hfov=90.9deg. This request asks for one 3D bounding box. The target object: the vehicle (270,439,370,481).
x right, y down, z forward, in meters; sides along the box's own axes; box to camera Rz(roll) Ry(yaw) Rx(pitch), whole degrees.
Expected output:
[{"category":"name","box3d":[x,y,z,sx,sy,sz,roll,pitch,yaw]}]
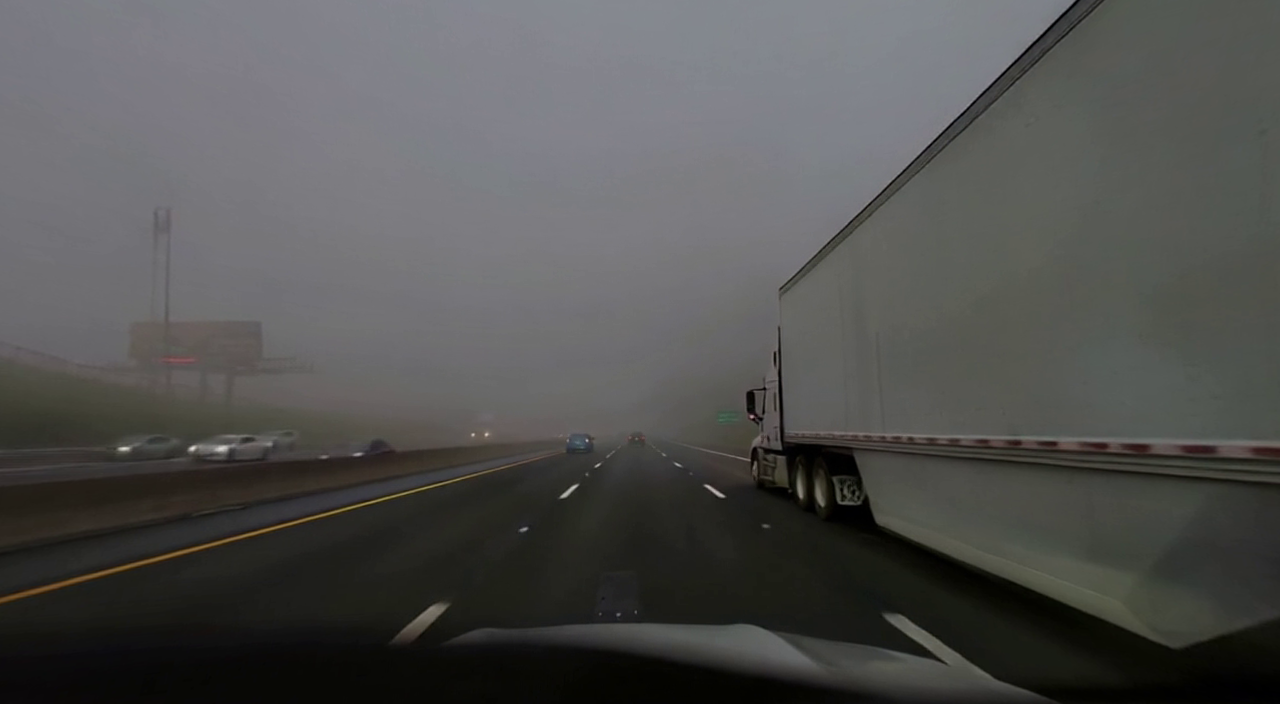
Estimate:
[{"category":"vehicle","box3d":[-11.832,3.978,23.569,1.850,1.406,3.498,0,-8,1]}]

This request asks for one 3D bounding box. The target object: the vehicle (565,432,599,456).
[{"category":"vehicle","box3d":[-3.692,5.965,40.943,1.930,1.484,3.849,0,-8,-1]}]

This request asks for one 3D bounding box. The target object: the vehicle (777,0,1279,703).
[{"category":"vehicle","box3d":[3.794,-0.009,4.320,2.871,3.815,11.331,0,-8,-1]}]

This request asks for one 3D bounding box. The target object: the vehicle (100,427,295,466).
[{"category":"vehicle","box3d":[-33.415,7.298,49.533,2.569,2.479,17.762,0,-8,1]}]
